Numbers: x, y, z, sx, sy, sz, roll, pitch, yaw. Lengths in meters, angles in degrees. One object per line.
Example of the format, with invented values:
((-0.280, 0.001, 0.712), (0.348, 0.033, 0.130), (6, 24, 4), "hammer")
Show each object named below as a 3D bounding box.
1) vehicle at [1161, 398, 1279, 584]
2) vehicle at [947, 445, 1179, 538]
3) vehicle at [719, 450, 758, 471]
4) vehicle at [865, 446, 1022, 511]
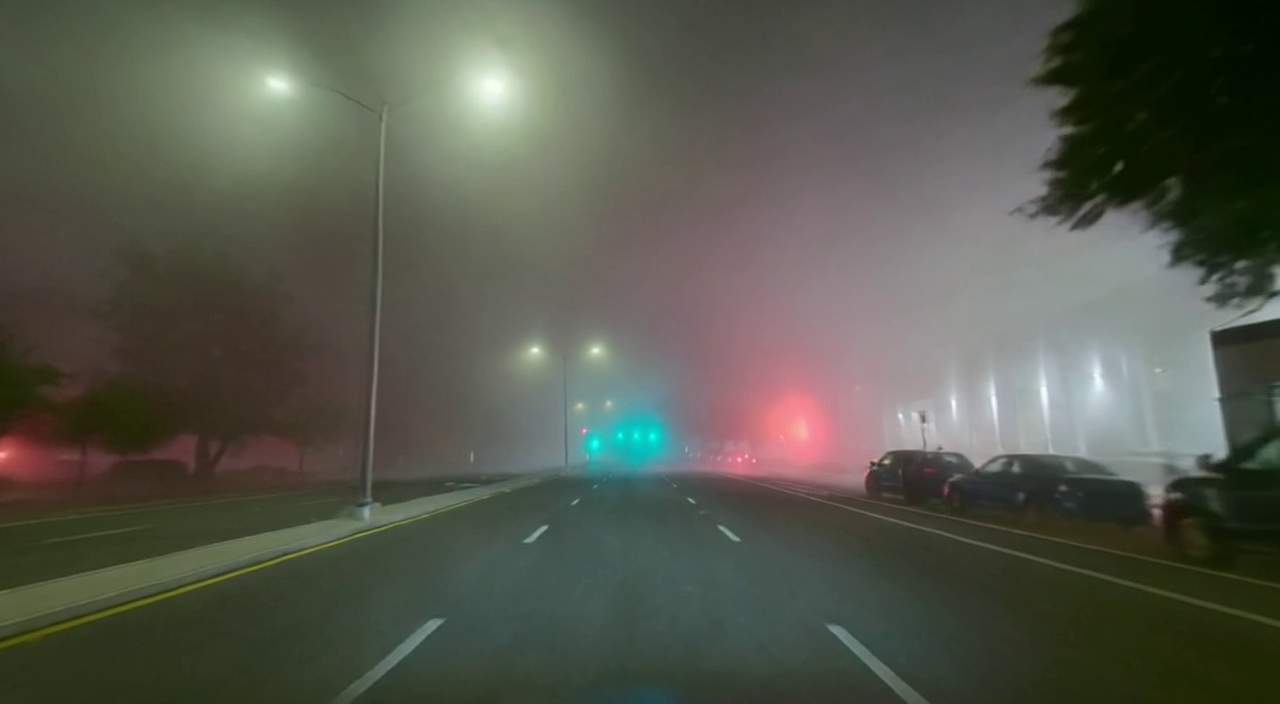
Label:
((7.593, 1.272, 5.488), (2.152, 1.869, 4.476), (0, -8, -2), "vehicle")
((7.749, 2.531, 12.136), (1.714, 1.439, 4.020), (0, -8, 1), "vehicle")
((7.522, 8.352, 48.908), (2.066, 1.451, 4.783), (0, -8, -2), "vehicle")
((7.853, 3.275, 16.925), (1.913, 1.465, 4.446), (0, -8, -1), "vehicle")
